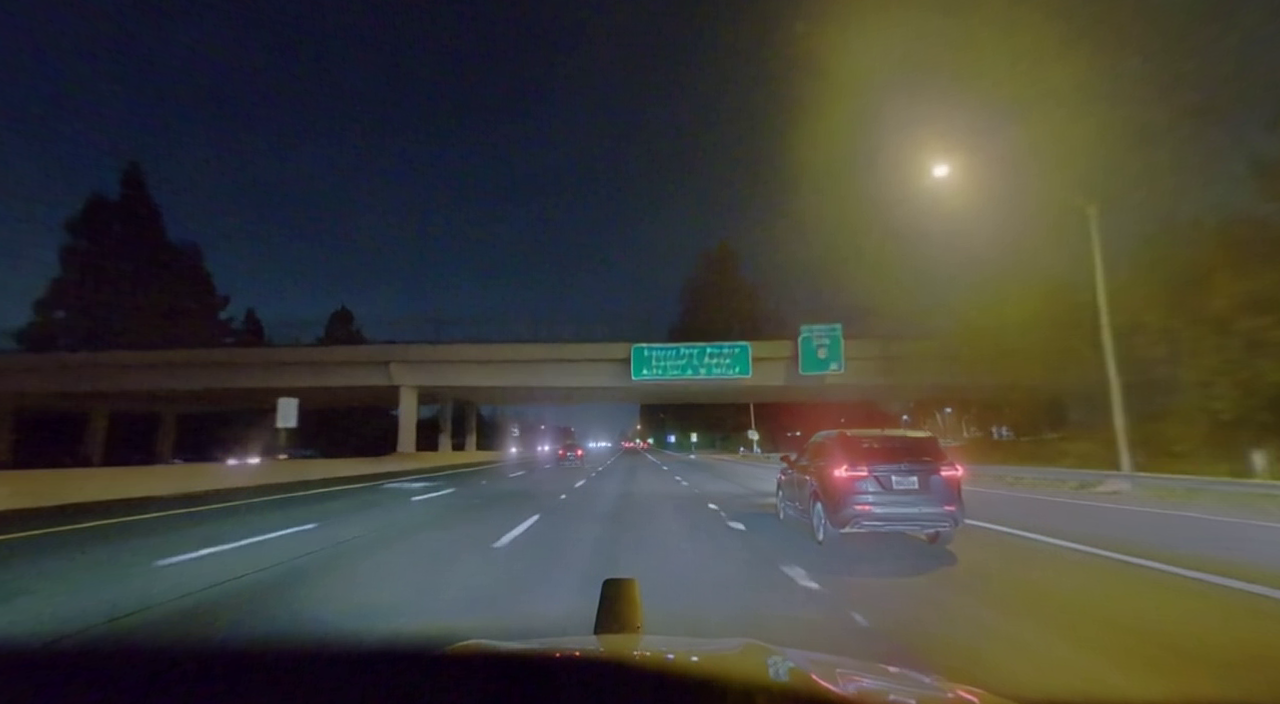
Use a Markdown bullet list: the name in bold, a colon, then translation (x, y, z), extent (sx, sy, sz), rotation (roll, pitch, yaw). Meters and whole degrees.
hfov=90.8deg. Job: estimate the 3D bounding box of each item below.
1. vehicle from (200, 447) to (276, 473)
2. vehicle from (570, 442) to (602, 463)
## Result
- **vehicle**: translation (-24.760, 6.636, 39.080), extent (1.917, 1.522, 4.179), rotation (0, -8, 1)
- **vehicle**: translation (-4.038, 7.624, 48.074), extent (2.091, 1.544, 4.409), rotation (0, -8, 0)
